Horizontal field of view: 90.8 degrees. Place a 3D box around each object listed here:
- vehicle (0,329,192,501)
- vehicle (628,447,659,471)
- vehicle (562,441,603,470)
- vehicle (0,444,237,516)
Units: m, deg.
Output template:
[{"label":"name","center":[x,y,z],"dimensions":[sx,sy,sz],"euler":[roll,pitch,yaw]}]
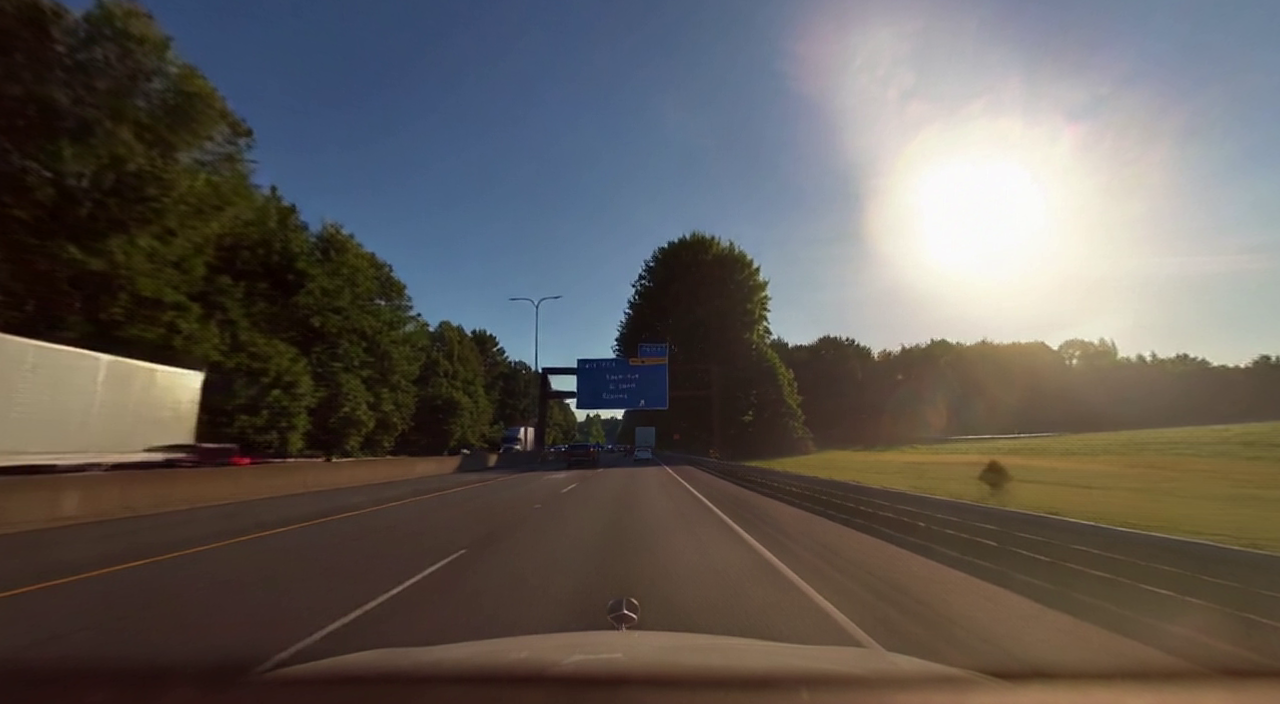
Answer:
[{"label":"vehicle","center":[-15.967,1.230,13.064],"dimensions":[2.865,3.869,14.320],"euler":[0,-9,0]},{"label":"vehicle","center":[0.235,6.737,39.937],"dimensions":[1.853,1.436,3.438],"euler":[0,-9,0]},{"label":"vehicle","center":[-3.652,6.655,40.676],"dimensions":[2.097,1.722,4.808],"euler":[0,-9,1]},{"label":"vehicle","center":[-11.762,2.871,14.637],"dimensions":[1.918,1.396,4.332],"euler":[0,-9,0]}]
